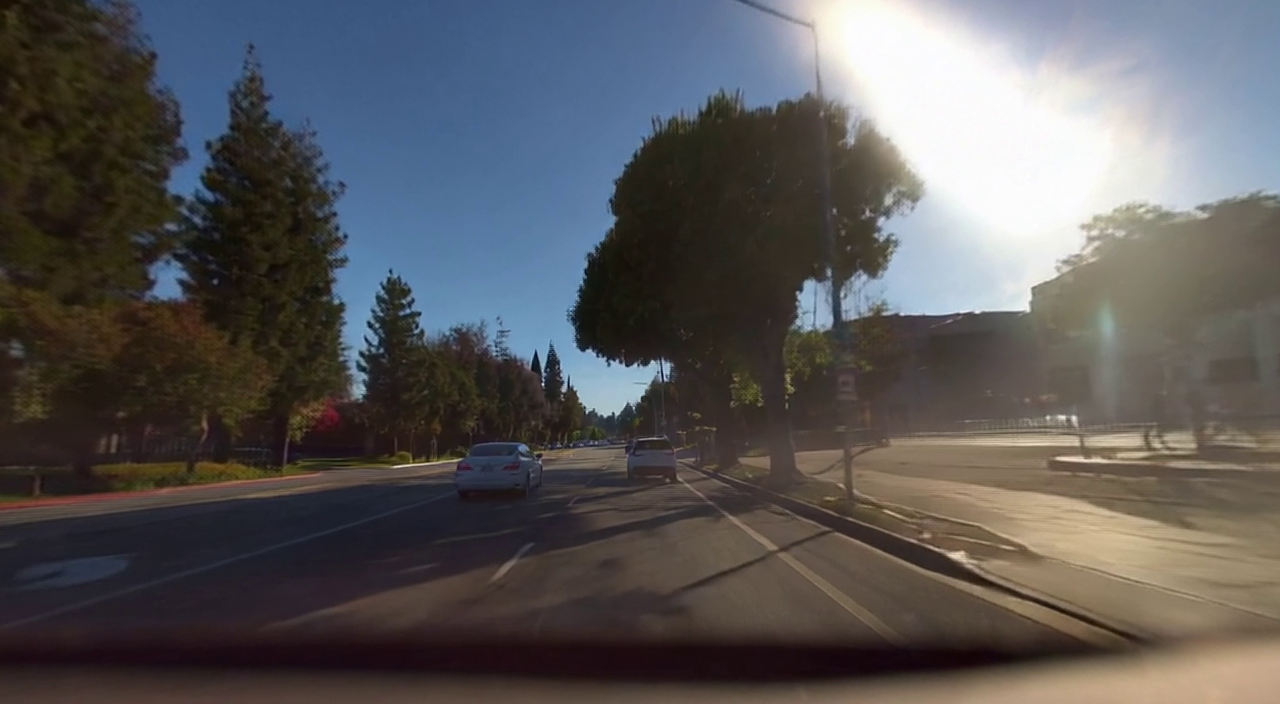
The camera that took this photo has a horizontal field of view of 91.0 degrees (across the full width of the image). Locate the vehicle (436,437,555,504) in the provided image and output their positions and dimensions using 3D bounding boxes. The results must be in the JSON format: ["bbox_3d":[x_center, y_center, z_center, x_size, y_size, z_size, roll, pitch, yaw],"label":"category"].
[{"bbox_3d":[-3.445,2.903,15.887,2.036,1.447,4.044,0,-8,0],"label":"vehicle"}]

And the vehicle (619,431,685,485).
[{"bbox_3d":[0.352,3.888,23.440,2.215,1.799,4.426,0,-8,-1],"label":"vehicle"}]

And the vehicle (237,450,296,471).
[{"bbox_3d":[-27.943,8.095,47.205,1.826,1.464,4.533,0,-8,-3],"label":"vehicle"}]
